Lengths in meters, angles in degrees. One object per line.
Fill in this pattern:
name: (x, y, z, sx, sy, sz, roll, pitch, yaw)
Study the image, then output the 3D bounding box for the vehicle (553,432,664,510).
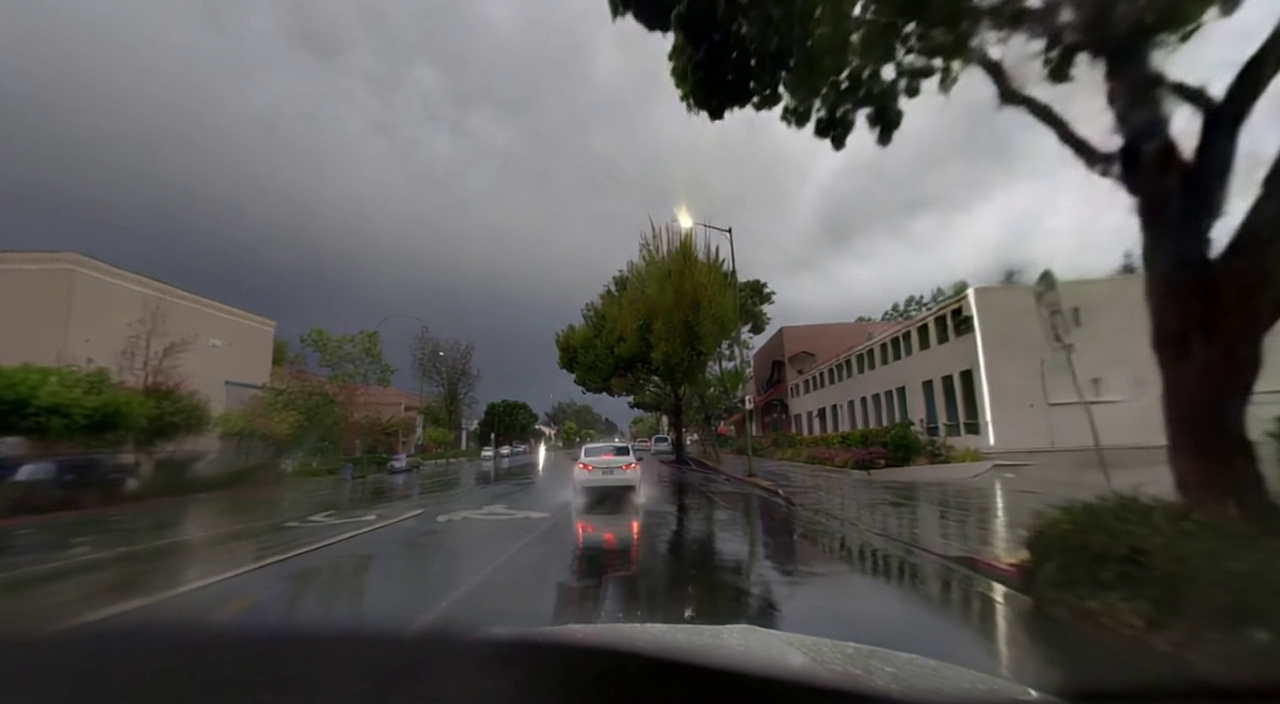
vehicle: (-0.717, 2.622, 14.386, 2.116, 1.479, 4.358, 0, -8, -3)

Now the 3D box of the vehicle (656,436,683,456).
vehicle: (2.290, 7.422, 49.975, 1.972, 1.484, 3.974, 0, -8, 0)
